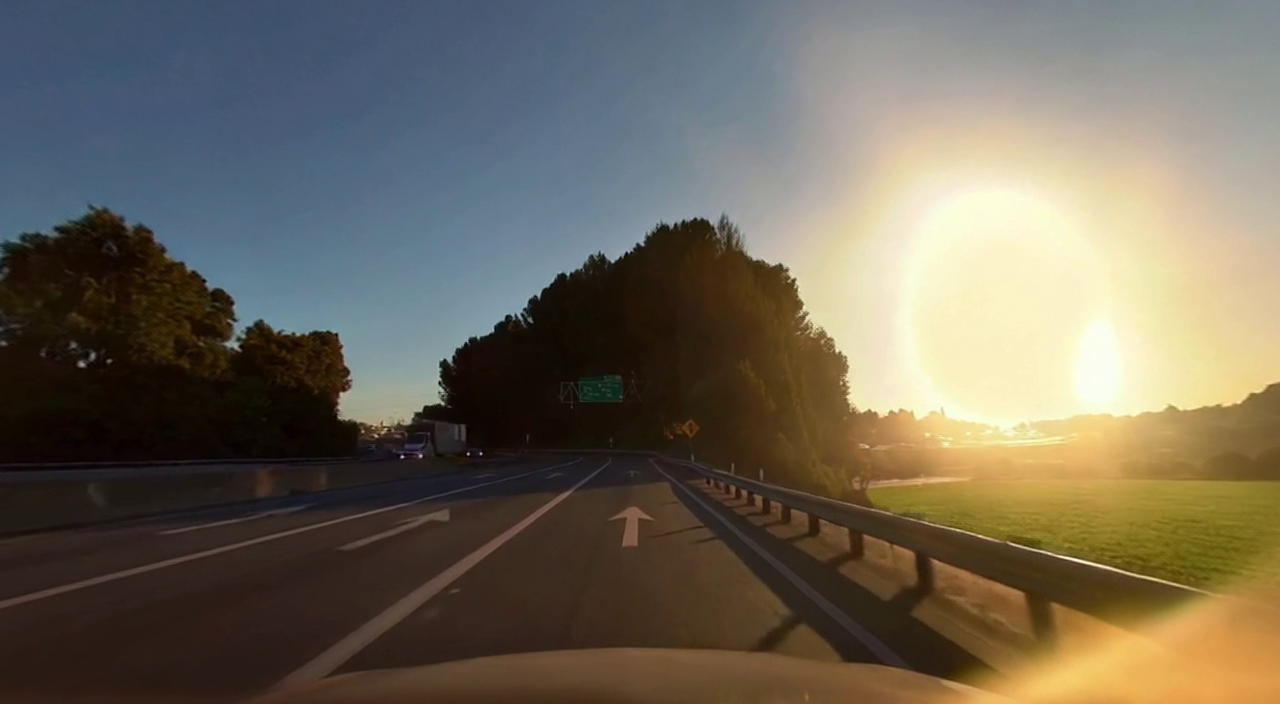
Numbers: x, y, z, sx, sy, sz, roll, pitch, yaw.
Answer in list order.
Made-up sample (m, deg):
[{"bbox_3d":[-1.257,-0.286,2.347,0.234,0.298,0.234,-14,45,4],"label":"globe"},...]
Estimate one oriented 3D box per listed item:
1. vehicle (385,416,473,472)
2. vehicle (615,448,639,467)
[{"bbox_3d":[-15.013,6.771,45.875,2.988,3.568,10.170,0,-9,-1],"label":"vehicle"},{"bbox_3d":[-1.048,8.201,49.179,1.807,1.427,3.645,0,-9,-2],"label":"vehicle"}]
